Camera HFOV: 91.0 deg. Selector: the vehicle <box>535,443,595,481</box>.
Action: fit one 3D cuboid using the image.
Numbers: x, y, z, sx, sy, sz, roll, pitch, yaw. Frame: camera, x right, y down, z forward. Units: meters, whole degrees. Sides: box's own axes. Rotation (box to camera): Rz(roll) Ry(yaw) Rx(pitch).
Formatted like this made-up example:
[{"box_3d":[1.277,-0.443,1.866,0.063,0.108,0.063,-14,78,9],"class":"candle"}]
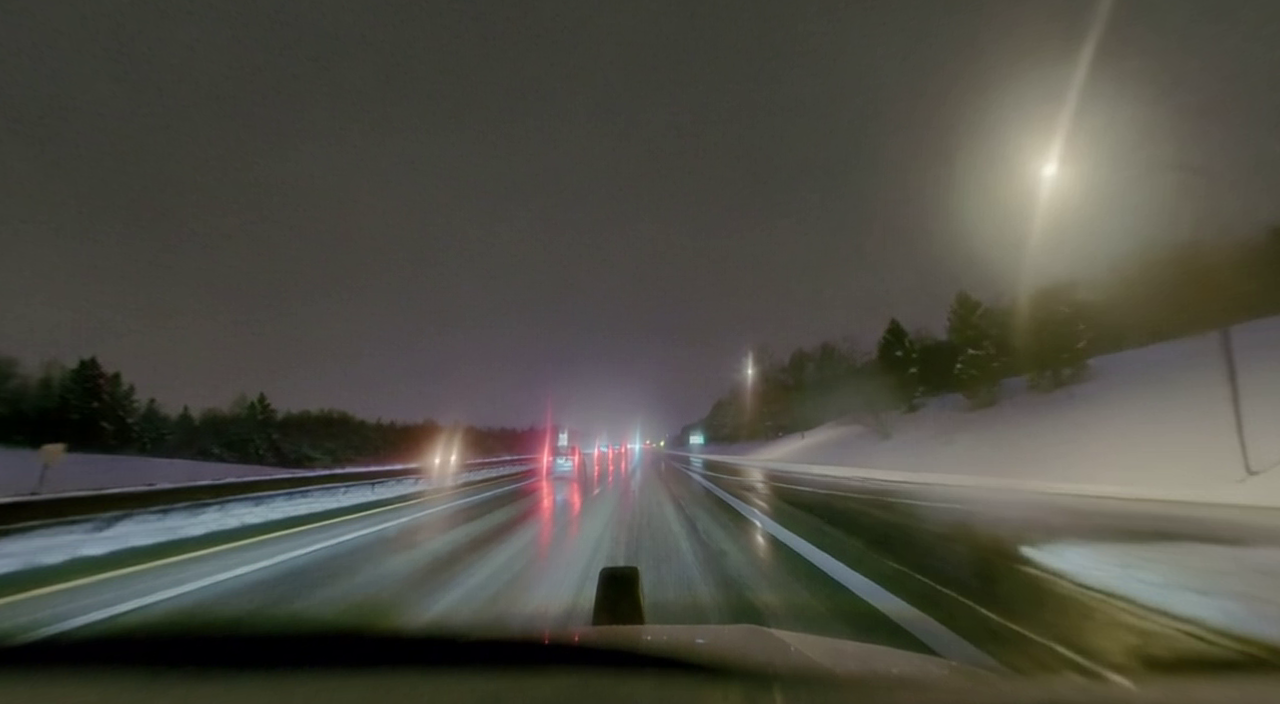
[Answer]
[{"box_3d":[-3.254,4.884,28.245,2.044,1.527,4.607,0,-9,2],"class":"vehicle"}]
